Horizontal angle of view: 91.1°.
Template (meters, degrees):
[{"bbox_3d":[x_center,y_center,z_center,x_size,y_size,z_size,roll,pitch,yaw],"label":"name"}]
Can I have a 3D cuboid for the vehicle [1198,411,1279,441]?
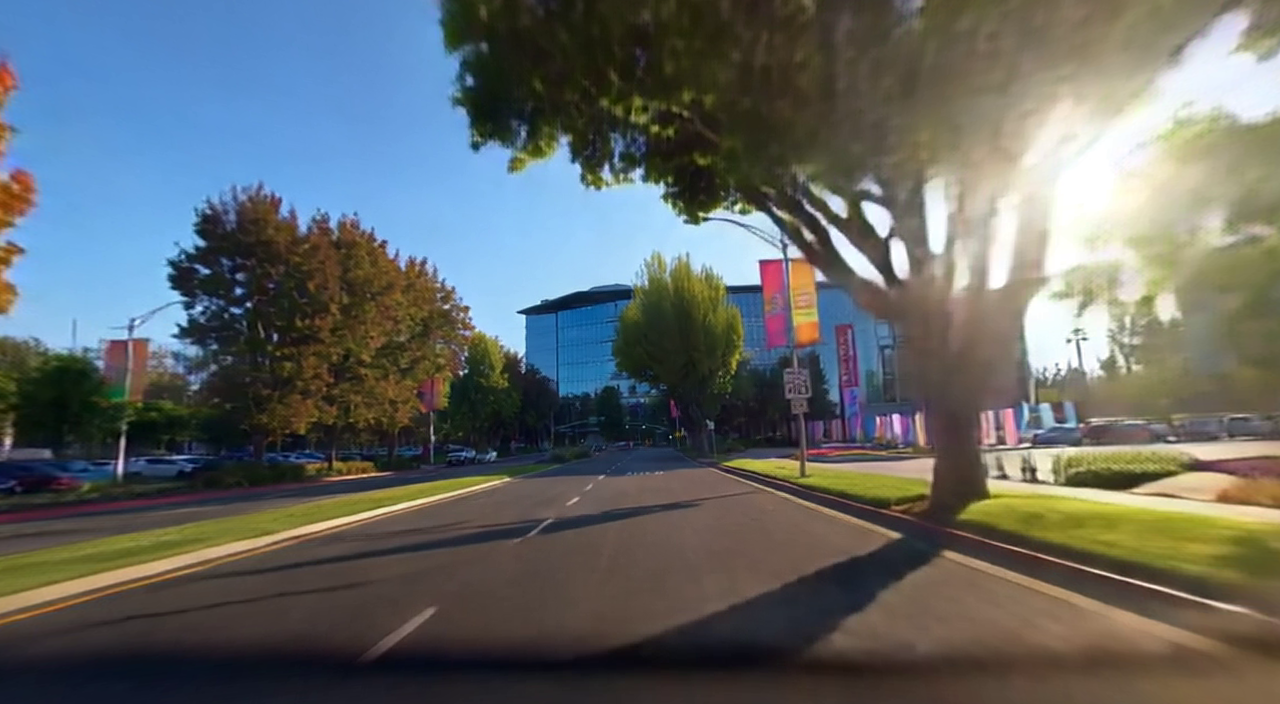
[{"bbox_3d":[33.774,4.166,34.882,1.866,1.550,3.927,0,-8,2],"label":"vehicle"}]

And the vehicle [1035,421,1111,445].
[{"bbox_3d":[28.212,5.341,41.097,1.895,1.503,4.234,1,-9,0],"label":"vehicle"}]

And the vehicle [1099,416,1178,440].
[{"bbox_3d":[33.541,5.183,42.371,1.917,1.469,4.195,0,-9,1],"label":"vehicle"}]
